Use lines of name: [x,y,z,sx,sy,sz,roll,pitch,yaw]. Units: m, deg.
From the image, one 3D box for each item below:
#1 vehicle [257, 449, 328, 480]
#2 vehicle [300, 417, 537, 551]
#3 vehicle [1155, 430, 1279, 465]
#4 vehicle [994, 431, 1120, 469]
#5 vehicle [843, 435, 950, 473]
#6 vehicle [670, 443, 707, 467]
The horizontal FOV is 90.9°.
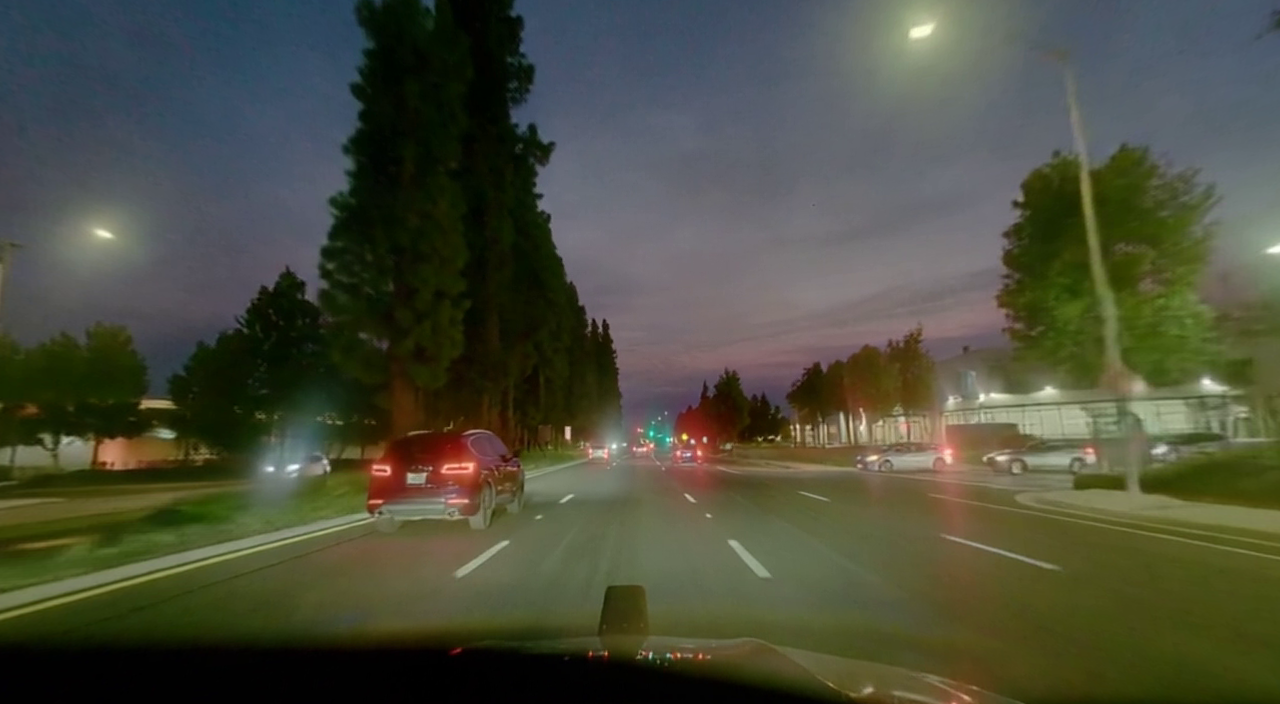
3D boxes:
vehicle: [-21.261,6.860,38.800,1.841,1.722,4.490,0,-8,0]
vehicle: [-3.146,1.982,10.204,2.121,1.656,4.559,0,-8,1]
vehicle: [28.771,4.717,31.218,4.759,1.666,1.941,0,-9,-1]
vehicle: [20.655,4.866,31.379,4.691,1.626,1.989,-3,-9,3]
vehicle: [12.691,5.117,31.517,4.515,1.599,1.968,-4,-10,10]
vehicle: [3.165,6.817,42.061,2.087,1.506,4.276,0,-8,0]
